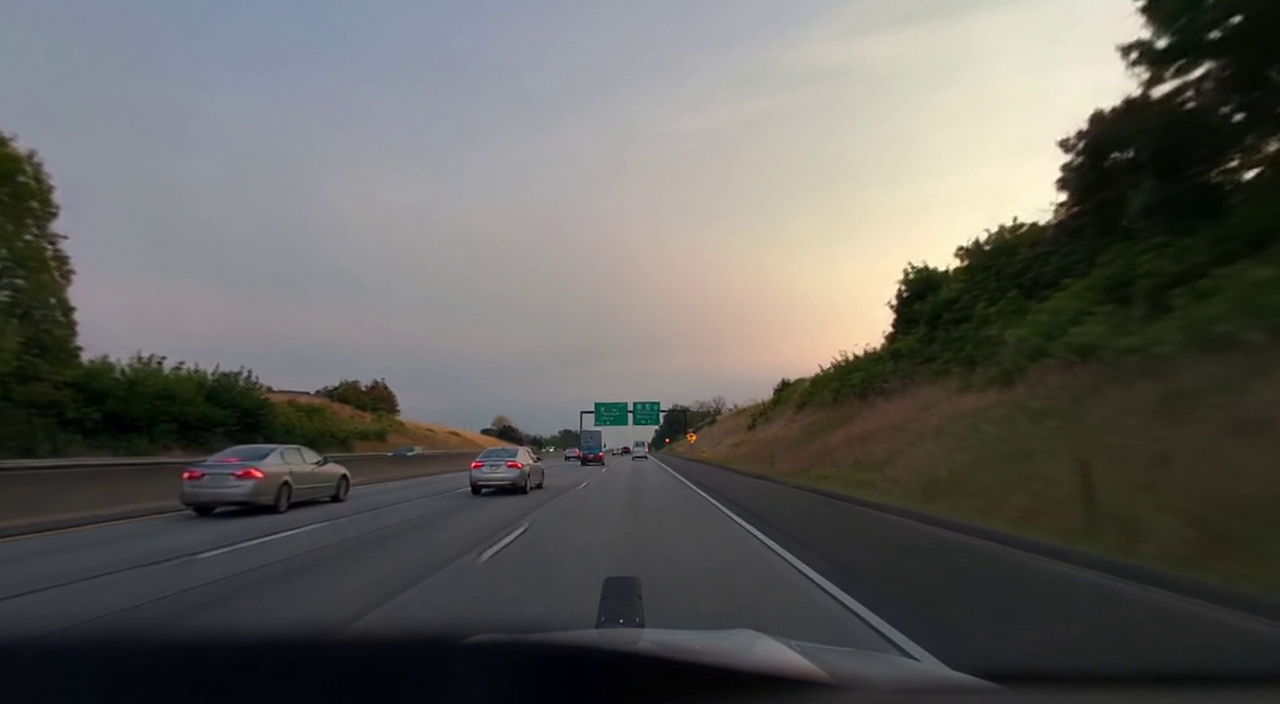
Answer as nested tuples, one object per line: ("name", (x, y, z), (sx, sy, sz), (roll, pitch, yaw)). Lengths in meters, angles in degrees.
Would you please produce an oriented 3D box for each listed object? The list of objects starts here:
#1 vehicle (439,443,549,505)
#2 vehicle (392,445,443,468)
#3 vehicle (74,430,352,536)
("vehicle", (-3.684, 3.151, 16.684), (1.924, 1.436, 3.915), (0, -9, 1))
("vehicle", (-15.670, 7.402, 44.657), (1.846, 1.513, 4.632), (0, -9, 0))
("vehicle", (-7.352, 2.289, 11.571), (2.091, 1.558, 4.220), (0, -9, 0))
